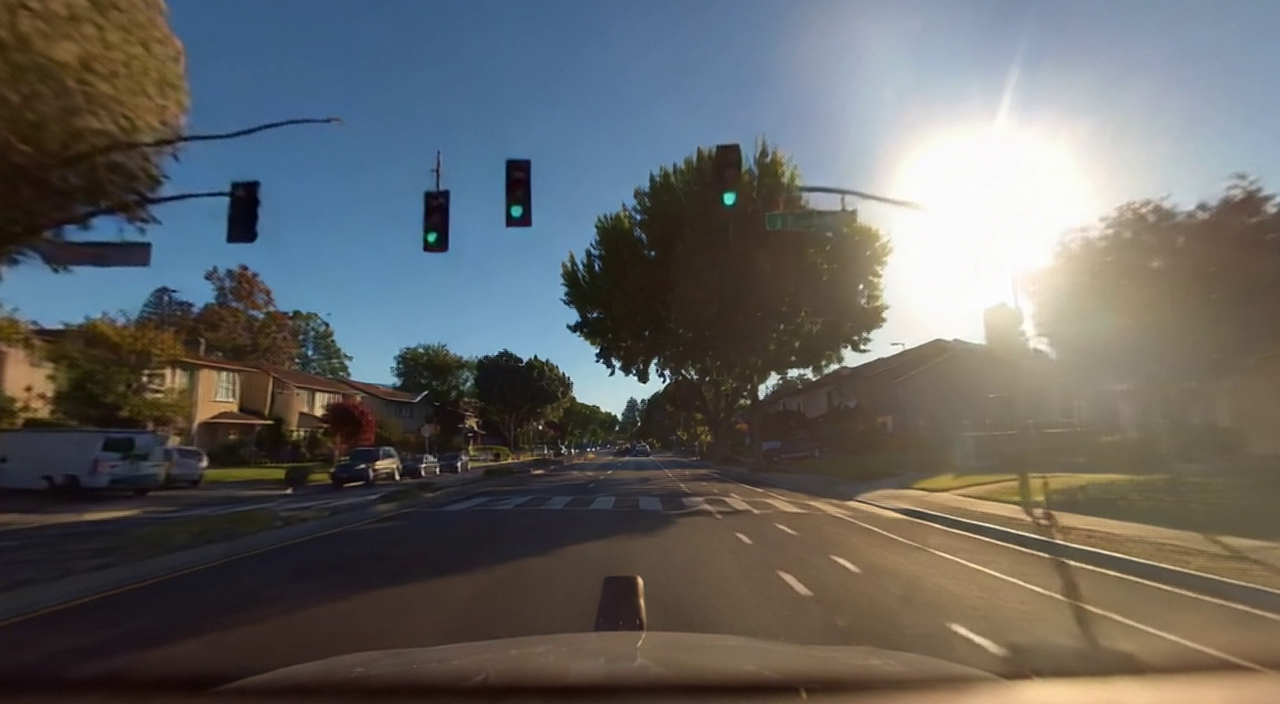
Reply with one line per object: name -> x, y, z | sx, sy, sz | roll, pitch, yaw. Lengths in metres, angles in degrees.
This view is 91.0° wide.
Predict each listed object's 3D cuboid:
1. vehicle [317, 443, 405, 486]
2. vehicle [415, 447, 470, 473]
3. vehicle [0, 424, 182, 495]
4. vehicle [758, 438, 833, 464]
vehicle -> -12.108, 4.920, 27.640 | 1.932, 1.673, 4.314 | -1, -10, -1
vehicle -> -12.123, 6.678, 38.868 | 1.888, 1.477, 4.629 | -1, -10, 0
vehicle -> -18.019, 3.358, 19.599 | 5.656, 1.999, 2.307 | -1, -10, 2
vehicle -> 11.293, 7.215, 45.949 | 4.880, 1.842, 2.069 | 0, -9, -1
